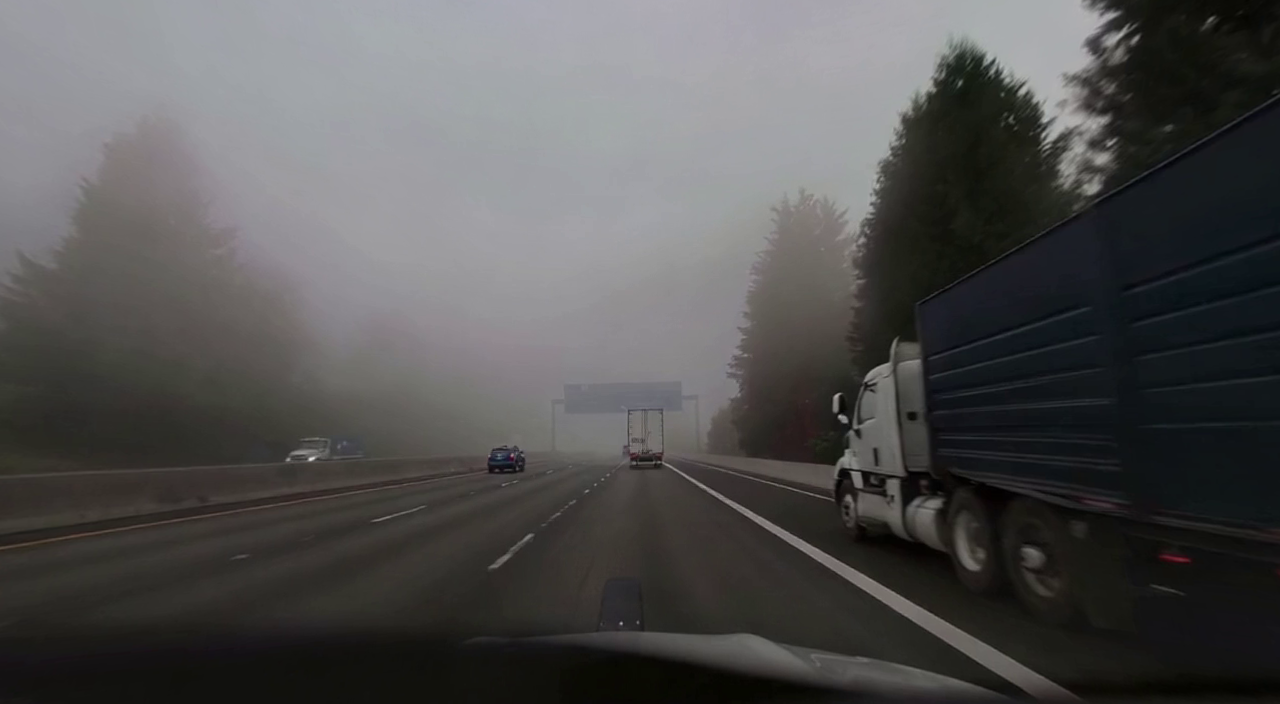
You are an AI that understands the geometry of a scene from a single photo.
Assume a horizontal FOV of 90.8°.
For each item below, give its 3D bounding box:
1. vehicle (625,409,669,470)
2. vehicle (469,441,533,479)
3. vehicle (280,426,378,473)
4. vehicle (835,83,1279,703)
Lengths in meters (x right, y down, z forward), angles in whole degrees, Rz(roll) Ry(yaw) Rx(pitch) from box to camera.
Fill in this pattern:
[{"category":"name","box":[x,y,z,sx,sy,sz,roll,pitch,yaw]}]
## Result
[{"category":"vehicle","box":[0.464,6.939,48.971,2.901,4.032,14.338,0,-9,0]},{"category":"vehicle","box":[-6.813,5.351,31.460,2.119,1.754,4.404,0,-9,1]},{"category":"vehicle","box":[-24.045,7.676,49.464,2.944,3.338,9.147,0,-9,0]},{"category":"vehicle","box":[3.902,0.633,4.781,2.442,2.717,7.729,-1,-10,1]}]
